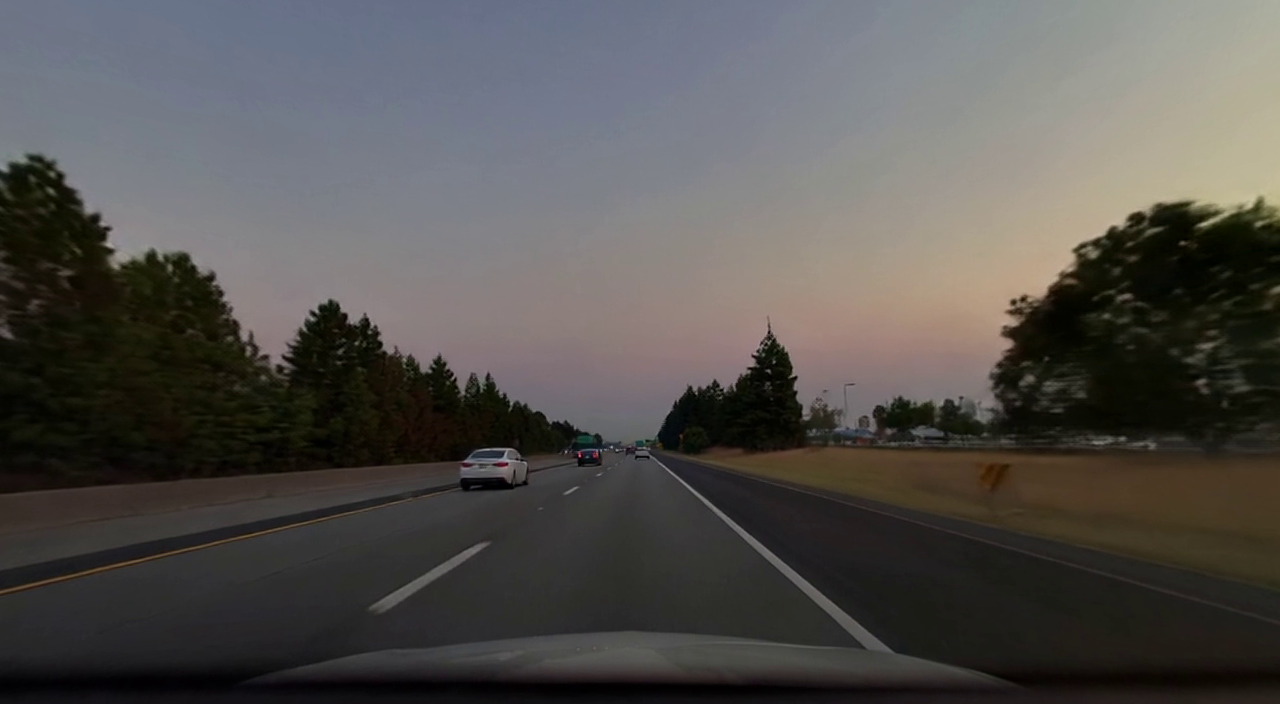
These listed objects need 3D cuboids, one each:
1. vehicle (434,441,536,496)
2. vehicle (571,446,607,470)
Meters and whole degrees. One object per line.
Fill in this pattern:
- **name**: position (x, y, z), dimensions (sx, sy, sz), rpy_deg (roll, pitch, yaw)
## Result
- **vehicle**: position (-4.671, 3.590, 19.739), dimensions (1.975, 1.501, 4.603), rpy_deg (0, -9, 1)
- **vehicle**: position (-3.347, 7.029, 41.997), dimensions (2.005, 1.474, 3.921), rpy_deg (0, -9, 1)
